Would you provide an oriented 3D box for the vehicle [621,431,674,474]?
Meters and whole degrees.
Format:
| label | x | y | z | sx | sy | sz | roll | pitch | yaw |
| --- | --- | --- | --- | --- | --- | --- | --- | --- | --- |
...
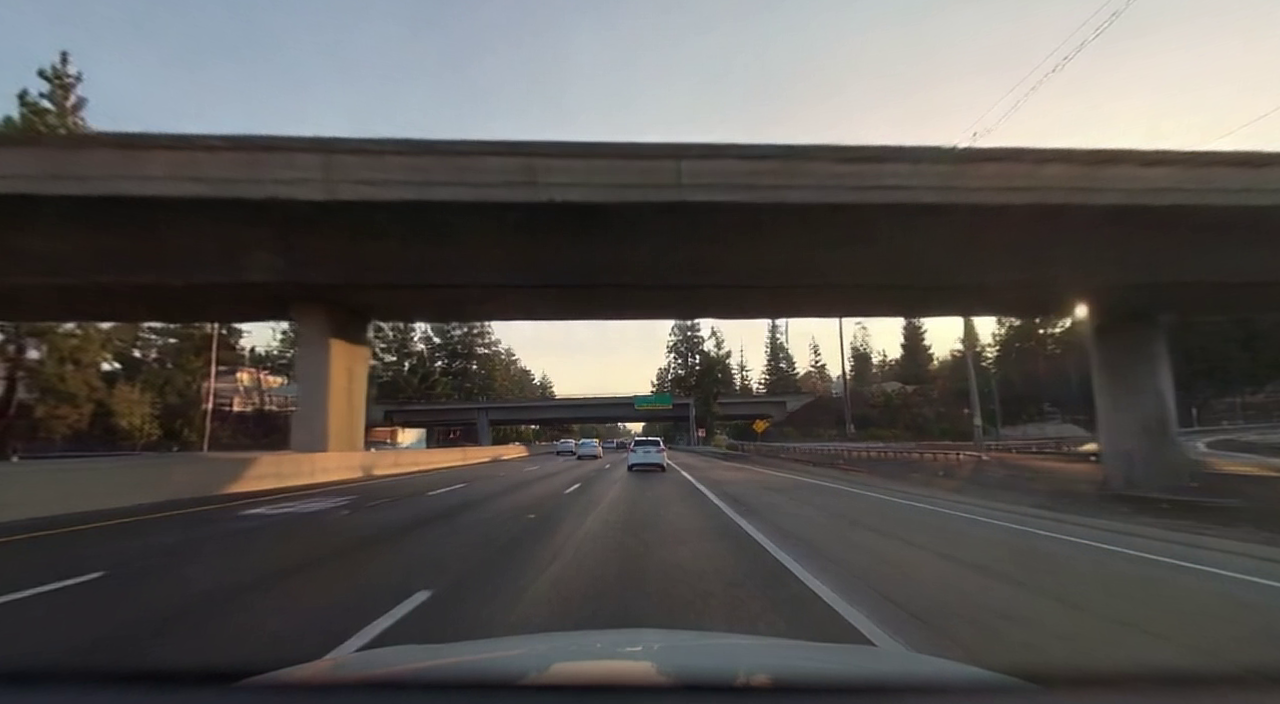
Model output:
| label | x | y | z | sx | sy | sz | roll | pitch | yaw |
| --- | --- | --- | --- | --- | --- | --- | --- | --- | --- |
| vehicle | 0.291 | 4.330 | 27.375 | 2.152 | 1.697 | 4.066 | 0 | -8 | 0 |

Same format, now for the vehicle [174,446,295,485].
| label | x | y | z | sx | sy | sz | roll | pitch | yaw |
| --- | --- | --- | --- | --- | --- | --- | --- | --- | --- |
| vehicle | -17.299 | 4.826 | 27.253 | 1.980 | 1.481 | 4.763 | 0 | -8 | 1 |

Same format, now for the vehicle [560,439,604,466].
| label | x | y | z | sx | sy | sz | roll | pitch | yaw |
| --- | --- | --- | --- | --- | --- | --- | --- | --- | --- |
| vehicle | -3.374 | 5.941 | 37.516 | 2.056 | 1.464 | 4.564 | 0 | -8 | 1 |
